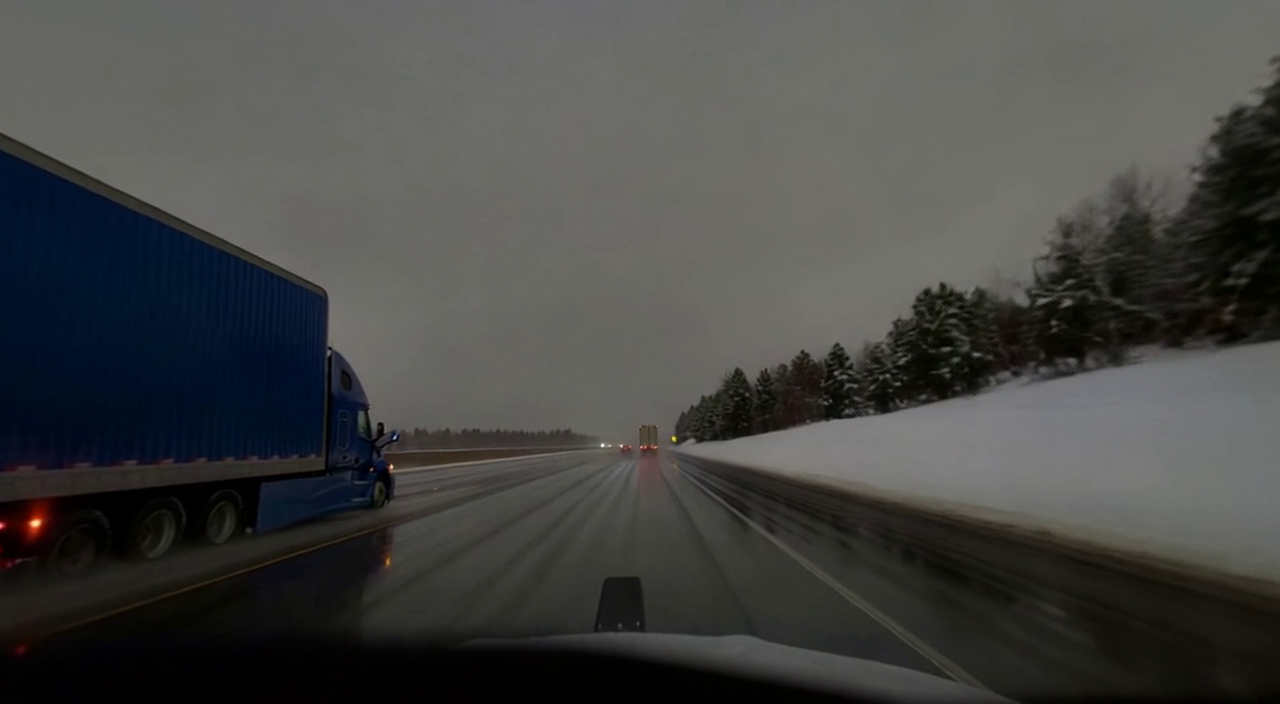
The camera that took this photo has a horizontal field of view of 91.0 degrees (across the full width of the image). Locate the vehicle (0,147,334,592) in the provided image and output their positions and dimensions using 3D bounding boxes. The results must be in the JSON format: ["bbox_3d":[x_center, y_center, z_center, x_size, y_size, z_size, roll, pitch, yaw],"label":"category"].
[{"bbox_3d":[-7.192,0.352,6.933,2.996,3.947,8.600,0,-9,2],"label":"vehicle"}]
